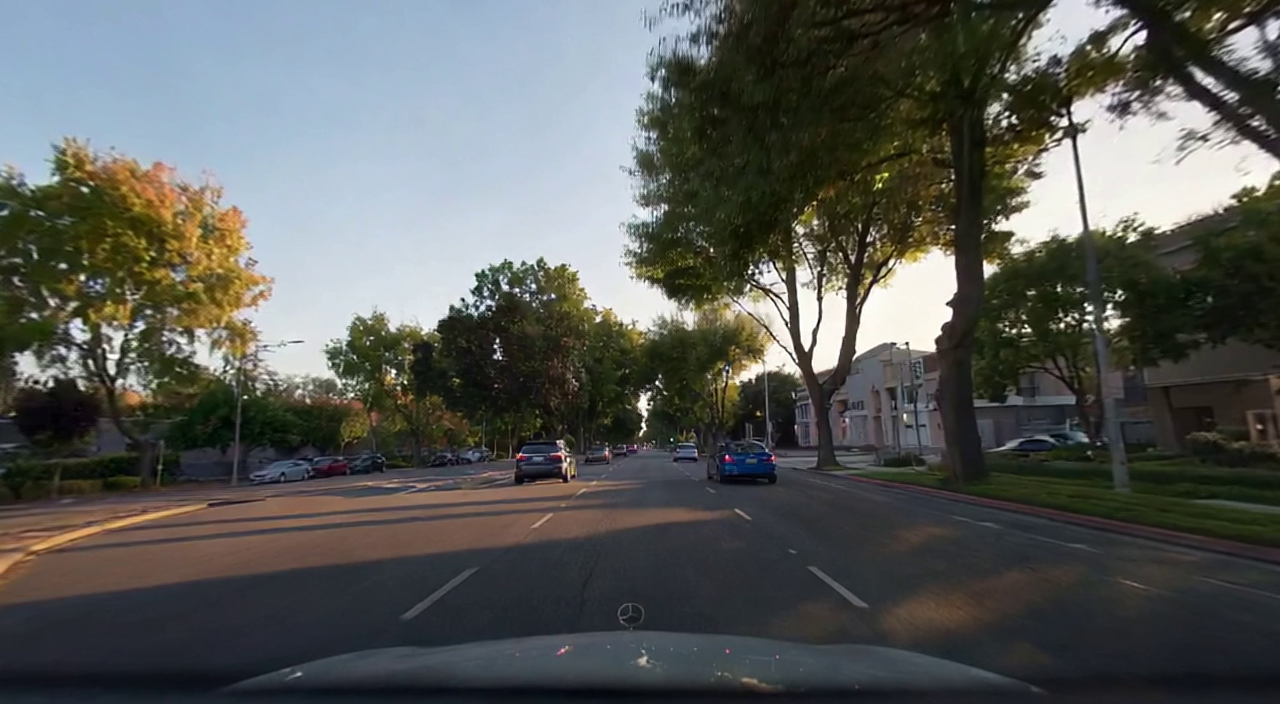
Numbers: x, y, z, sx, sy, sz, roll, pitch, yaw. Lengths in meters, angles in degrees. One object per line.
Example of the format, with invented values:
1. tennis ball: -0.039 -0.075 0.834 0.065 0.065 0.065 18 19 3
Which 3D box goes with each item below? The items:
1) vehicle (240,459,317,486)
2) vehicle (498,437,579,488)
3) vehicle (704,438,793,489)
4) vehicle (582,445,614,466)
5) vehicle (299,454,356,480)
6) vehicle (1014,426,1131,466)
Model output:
1. vehicle: -22.460 7.461 39.395 2.059 1.463 4.780 0 -8 -2
2. vehicle: -3.471 3.876 22.404 2.113 1.626 4.129 0 -8 1
3. vehicle: 3.397 3.592 20.626 2.083 1.474 4.360 0 -8 -1
4. vehicle: -3.085 7.717 47.069 2.060 1.459 4.311 0 -8 0
5. vehicle: -22.550 8.306 45.667 1.853 1.693 4.233 0 -8 1
6. vehicle: 28.547 6.172 41.664 6.334 2.182 2.351 -2 -8 -11
